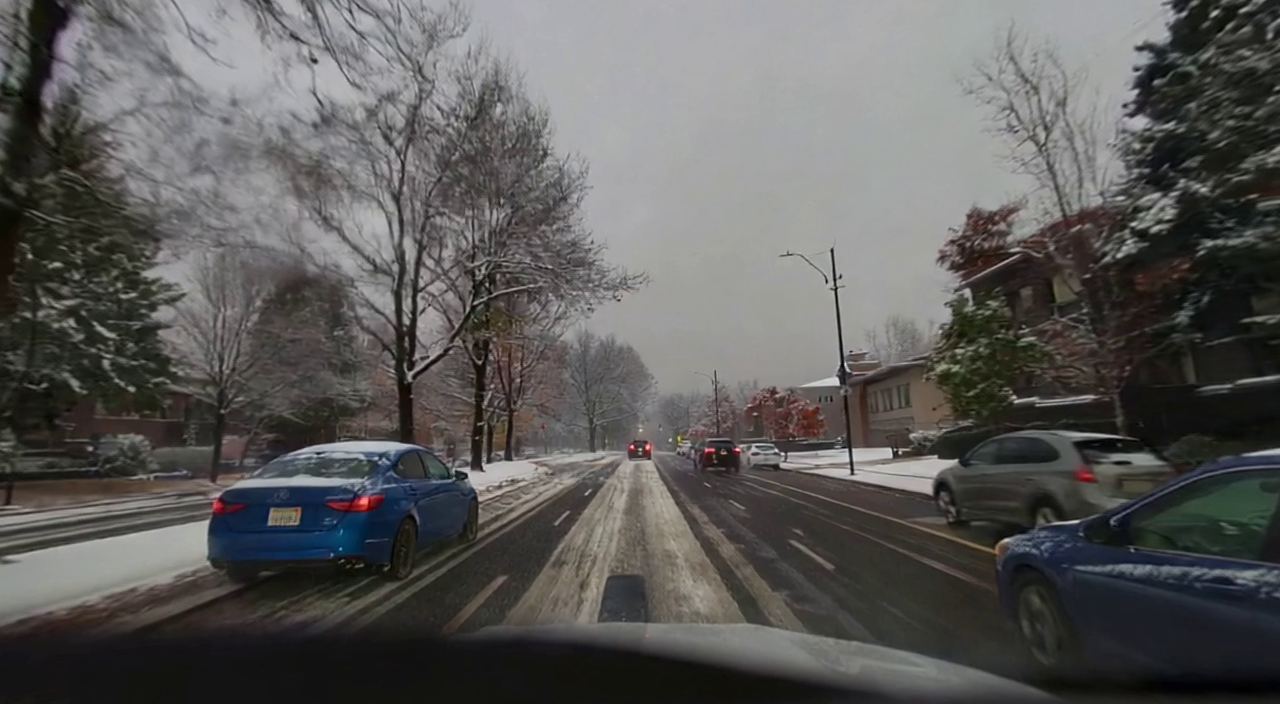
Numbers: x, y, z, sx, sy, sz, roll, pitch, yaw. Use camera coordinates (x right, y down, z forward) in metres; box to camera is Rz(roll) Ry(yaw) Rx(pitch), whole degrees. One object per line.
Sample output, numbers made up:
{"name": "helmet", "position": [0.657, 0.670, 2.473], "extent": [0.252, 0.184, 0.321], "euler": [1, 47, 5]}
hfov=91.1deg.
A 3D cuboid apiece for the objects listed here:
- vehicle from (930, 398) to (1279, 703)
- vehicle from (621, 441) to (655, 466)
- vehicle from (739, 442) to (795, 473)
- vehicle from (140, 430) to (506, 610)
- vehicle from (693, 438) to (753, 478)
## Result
{"name": "vehicle", "position": [3.223, 0.946, 2.434], "extent": [2.060, 1.474, 4.475], "euler": [0, -8, 0]}
{"name": "vehicle", "position": [-0.122, 7.145, 44.286], "extent": [2.293, 1.662, 4.262], "euler": [0, -8, 0]}
{"name": "vehicle", "position": [7.186, 5.995, 35.944], "extent": [2.114, 1.628, 4.932], "euler": [0, -8, -1]}
{"name": "vehicle", "position": [-3.140, 1.739, 7.573], "extent": [1.997, 1.479, 4.547], "euler": [0, -8, 1]}
{"name": "vehicle", "position": [3.630, 4.736, 28.363], "extent": [2.019, 1.675, 4.488], "euler": [0, -8, -1]}
